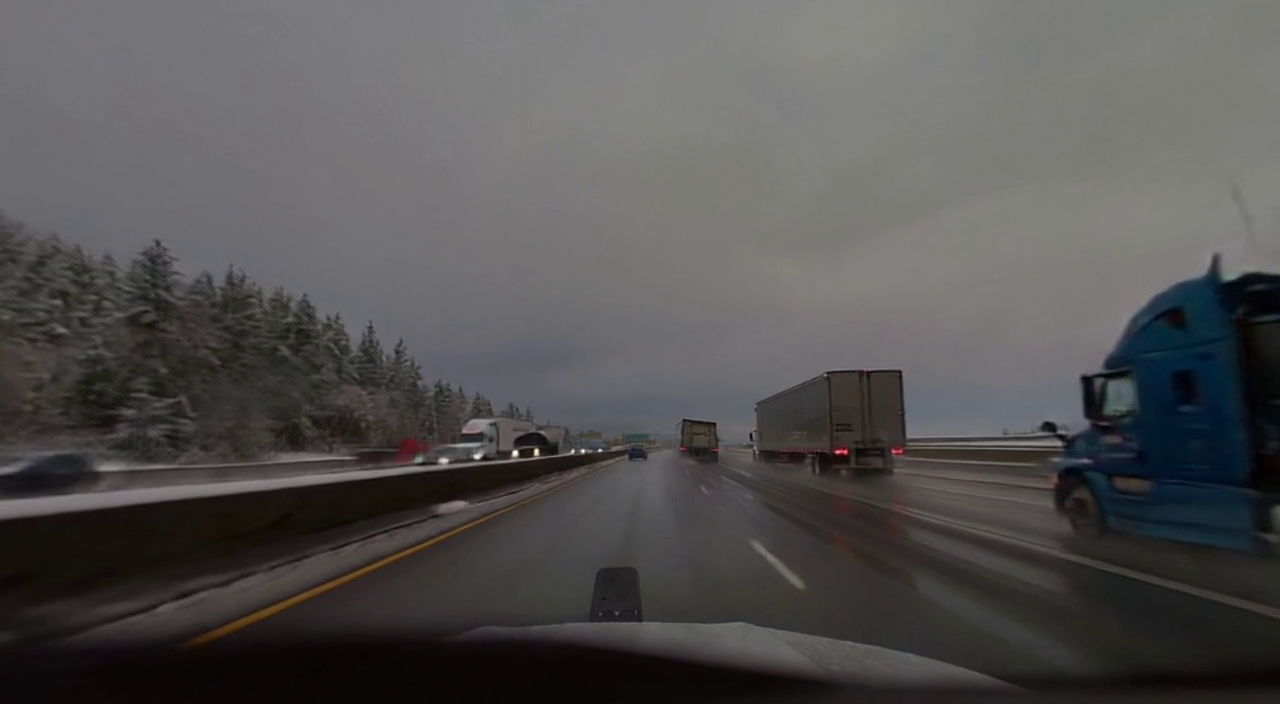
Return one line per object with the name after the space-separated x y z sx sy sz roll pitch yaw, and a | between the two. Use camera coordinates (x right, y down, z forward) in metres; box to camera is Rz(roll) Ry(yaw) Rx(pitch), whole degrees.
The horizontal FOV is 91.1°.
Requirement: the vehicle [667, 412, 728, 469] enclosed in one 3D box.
4.069 6.693 48.194 3.288 3.717 13.646 0 -7 0 | vehicle

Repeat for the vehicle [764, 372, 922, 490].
8.335 3.618 28.566 2.843 4.053 13.777 0 -8 1 | vehicle

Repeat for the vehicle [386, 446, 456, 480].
-10.678 5.401 30.930 1.802 1.473 4.079 -1 -8 3 | vehicle

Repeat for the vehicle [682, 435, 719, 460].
4.153 6.605 43.838 2.120 1.651 4.639 0 -8 1 | vehicle

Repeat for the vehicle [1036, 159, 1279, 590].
7.229 -0.027 3.969 2.920 3.860 10.035 0 -8 0 | vehicle
